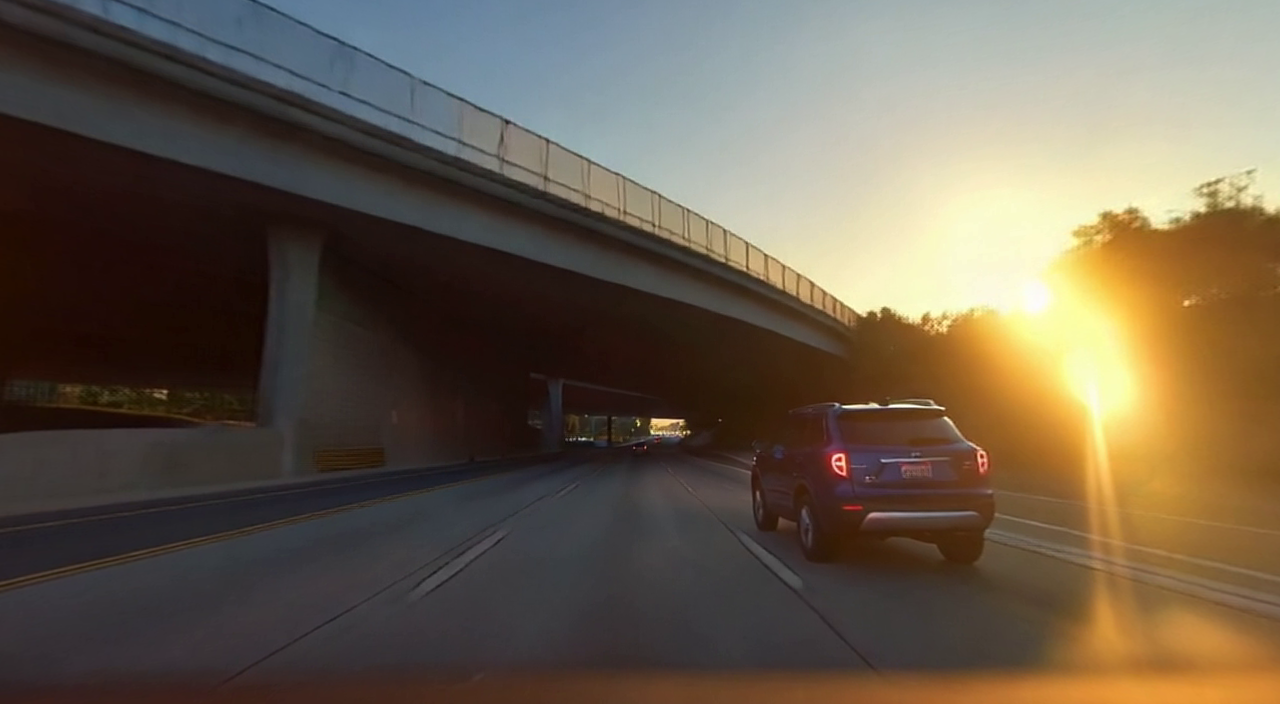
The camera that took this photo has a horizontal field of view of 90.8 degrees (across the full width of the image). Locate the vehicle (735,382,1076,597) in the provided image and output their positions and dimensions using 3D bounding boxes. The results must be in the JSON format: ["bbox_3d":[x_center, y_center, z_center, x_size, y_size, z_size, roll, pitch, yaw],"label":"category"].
[{"bbox_3d":[2.770,1.597,8.230,2.155,1.918,4.945,0,-9,-2],"label":"vehicle"}]
